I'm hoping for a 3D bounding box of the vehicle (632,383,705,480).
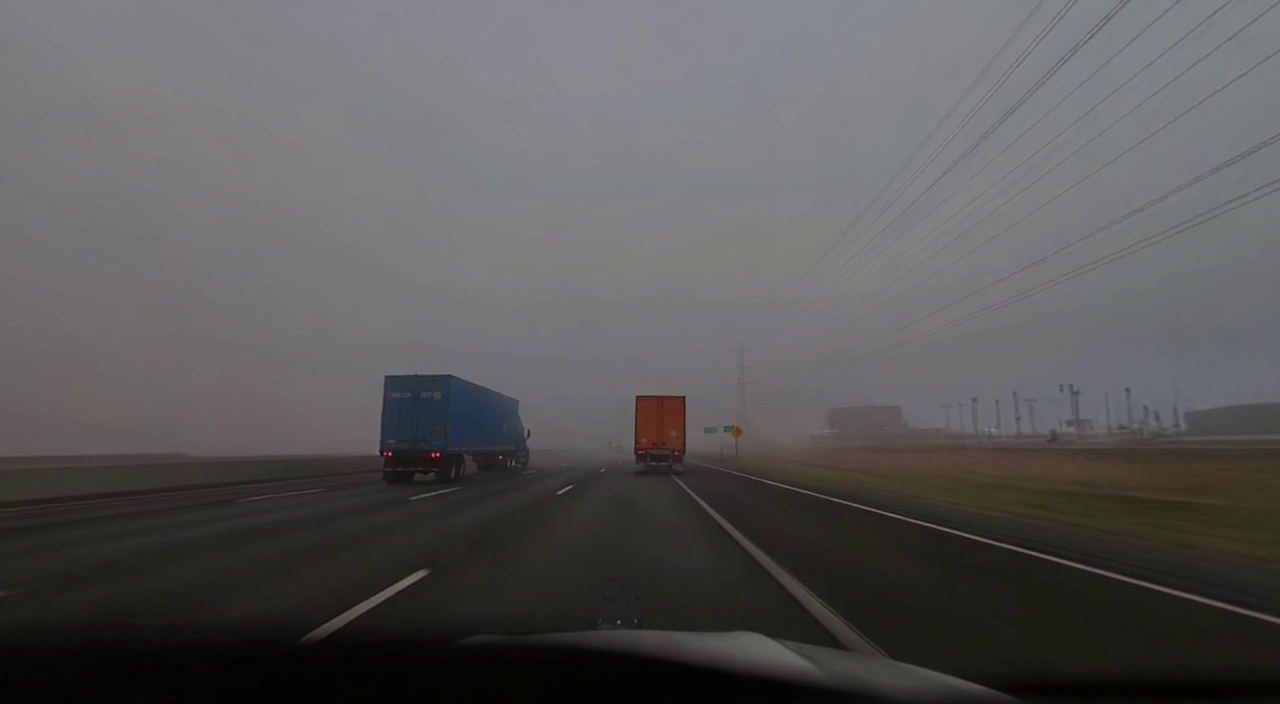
[{"bbox_3d":[1.147,3.906,30.331,2.858,3.847,10.034,0,-9,0],"label":"vehicle"}]

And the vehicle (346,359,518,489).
[{"bbox_3d":[-7.464,3.035,25.089,2.937,3.981,11.119,-1,-8,1],"label":"vehicle"}]
